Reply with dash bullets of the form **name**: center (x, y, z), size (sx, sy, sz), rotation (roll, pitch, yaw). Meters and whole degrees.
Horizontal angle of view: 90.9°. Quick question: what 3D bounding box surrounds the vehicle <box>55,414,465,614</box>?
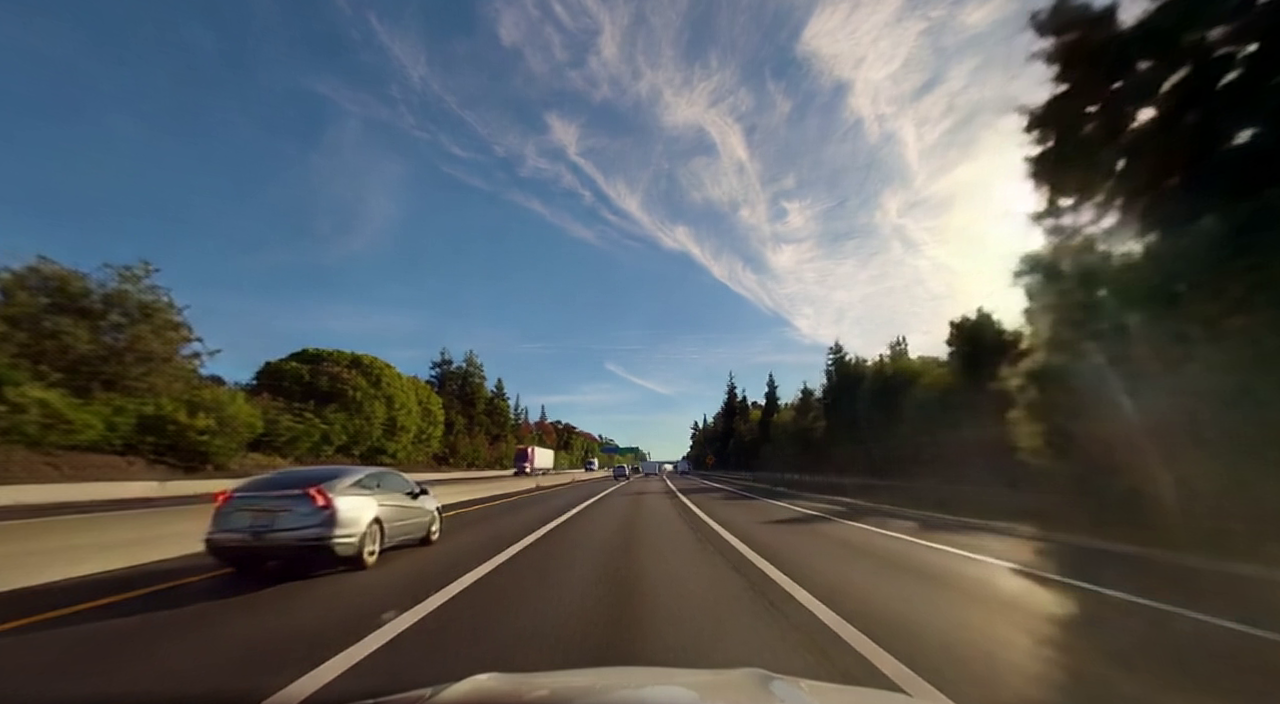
- **vehicle**: center (-3.908, 1.812, 7.797), size (2.053, 1.657, 4.725), rotation (1, -10, 0)
